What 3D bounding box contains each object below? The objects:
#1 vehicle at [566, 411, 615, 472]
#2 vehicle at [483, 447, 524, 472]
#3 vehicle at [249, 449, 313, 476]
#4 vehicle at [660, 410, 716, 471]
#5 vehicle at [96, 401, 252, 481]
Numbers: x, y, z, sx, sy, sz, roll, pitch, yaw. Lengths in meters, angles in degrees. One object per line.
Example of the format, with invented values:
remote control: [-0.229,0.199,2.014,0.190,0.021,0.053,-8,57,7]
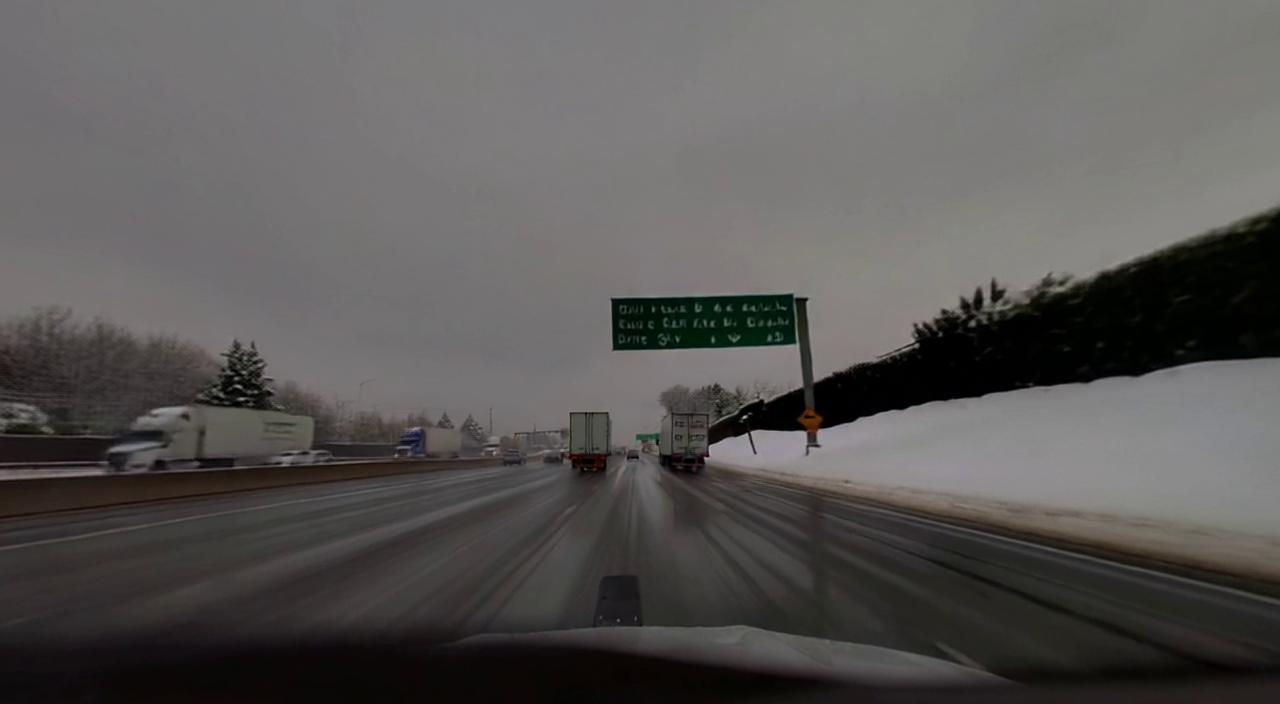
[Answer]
vehicle: [-3.640,6.962,49.688,2.848,4.098,13.421,1,-8,0]
vehicle: [-9.584,7.588,44.770,2.132,1.679,4.045,0,-9,-2]
vehicle: [-19.350,5.945,34.240,1.473,1.361,3.328,0,-9,1]
vehicle: [3.410,6.980,49.924,2.908,3.898,17.275,2,-8,0]
vehicle: [-23.211,4.553,32.089,3.021,3.620,6.267,0,-9,-1]
